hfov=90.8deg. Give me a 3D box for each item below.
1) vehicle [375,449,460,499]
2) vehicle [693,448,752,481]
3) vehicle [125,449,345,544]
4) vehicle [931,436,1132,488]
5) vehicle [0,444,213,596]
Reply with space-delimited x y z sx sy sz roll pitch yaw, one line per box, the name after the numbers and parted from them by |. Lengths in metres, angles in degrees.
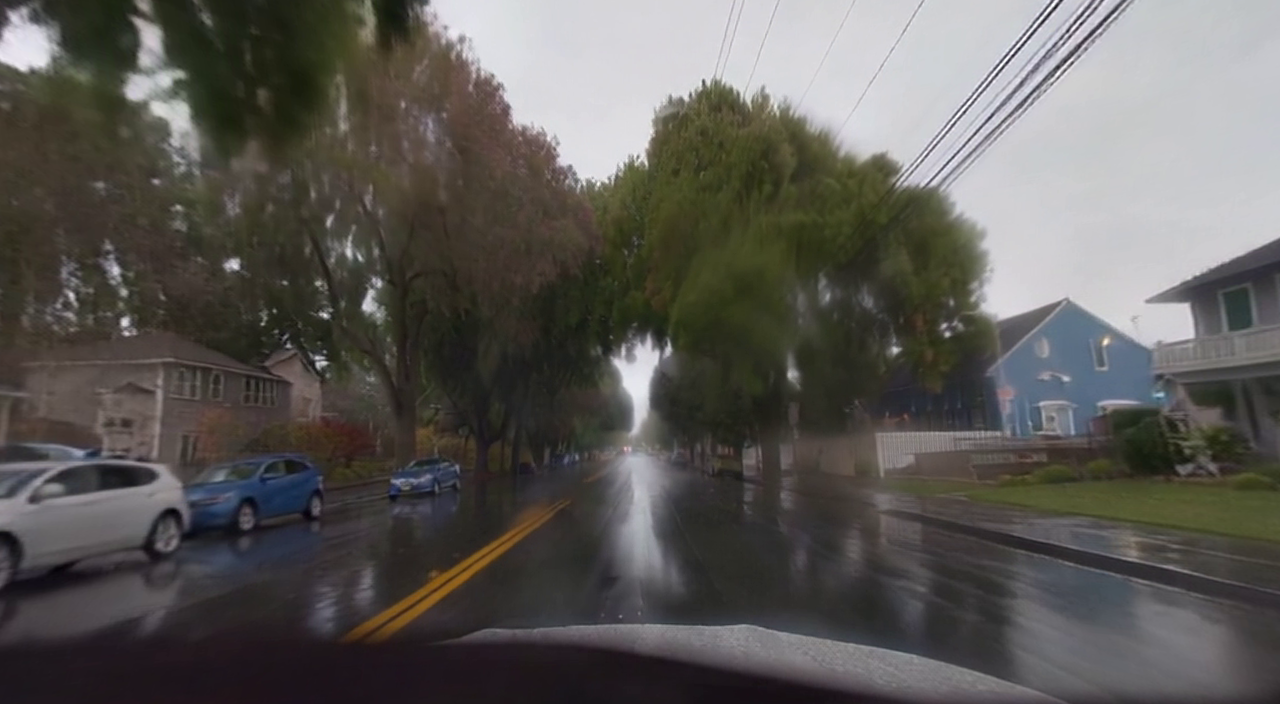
-8.815 4.847 25.466 1.970 1.785 4.274 0 -8 -2 | vehicle
4.158 5.737 32.566 2.052 1.476 4.438 -2 -9 -4 | vehicle
-8.584 3.026 13.998 1.913 1.723 4.318 0 -8 1 | vehicle
11.748 3.323 19.248 4.716 1.480 2.023 0 -8 1 | vehicle
-8.574 2.206 8.914 1.975 1.775 4.509 0 -8 -1 | vehicle
